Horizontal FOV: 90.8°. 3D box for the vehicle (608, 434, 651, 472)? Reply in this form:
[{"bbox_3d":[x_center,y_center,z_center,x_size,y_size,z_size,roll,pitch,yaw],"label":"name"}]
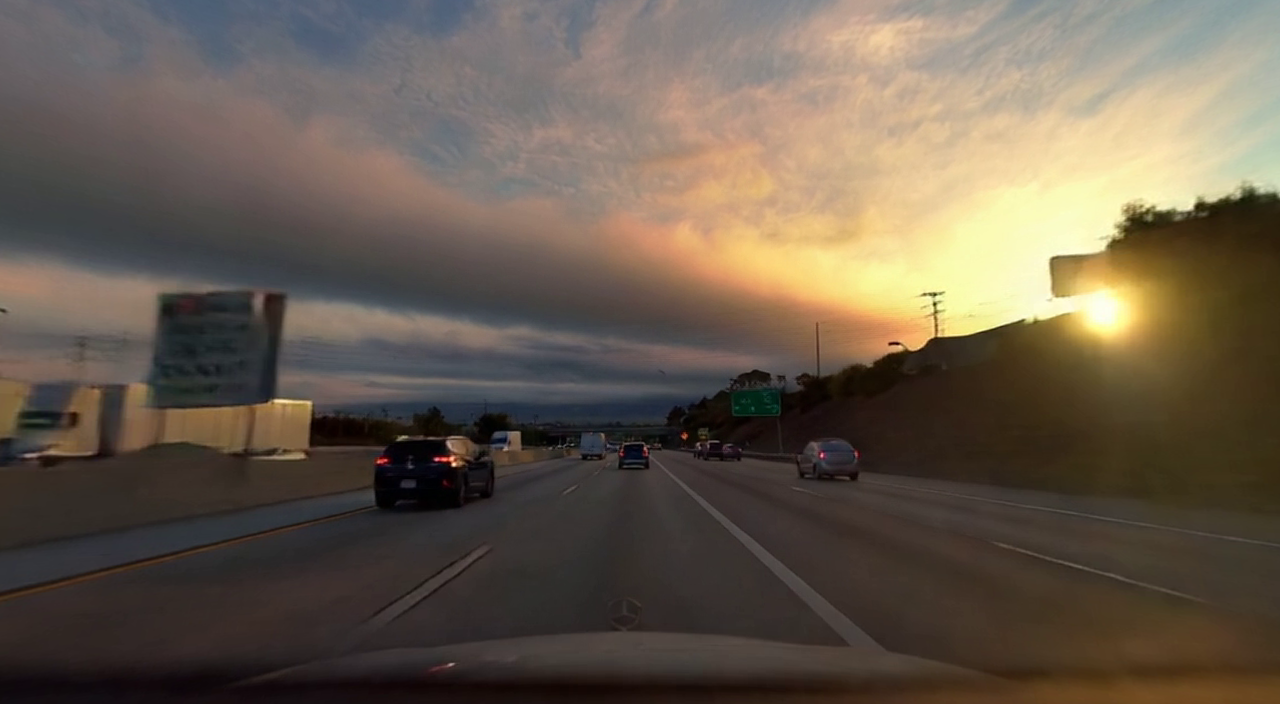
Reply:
[{"bbox_3d":[-0.460,5.091,31.924,2.002,1.759,4.658,0,-9,0],"label":"vehicle"}]

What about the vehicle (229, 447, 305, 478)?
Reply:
[{"bbox_3d":[-17.453,5.170,29.716,1.540,1.346,3.266,0,-9,0],"label":"vehicle"}]

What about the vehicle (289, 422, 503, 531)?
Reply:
[{"bbox_3d":[-4.200,2.238,11.929,2.126,1.631,4.643,0,-9,1],"label":"vehicle"}]

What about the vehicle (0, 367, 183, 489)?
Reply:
[{"bbox_3d":[-21.369,2.913,23.264,2.997,3.767,7.799,0,-9,0],"label":"vehicle"}]

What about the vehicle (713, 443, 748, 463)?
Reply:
[{"bbox_3d":[6.672,7.494,46.909,1.879,1.428,4.402,0,-9,-1],"label":"vehicle"}]

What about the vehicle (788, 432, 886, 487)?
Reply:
[{"bbox_3d":[6.551,3.617,21.560,1.944,1.666,4.184,0,-9,-1],"label":"vehicle"}]
